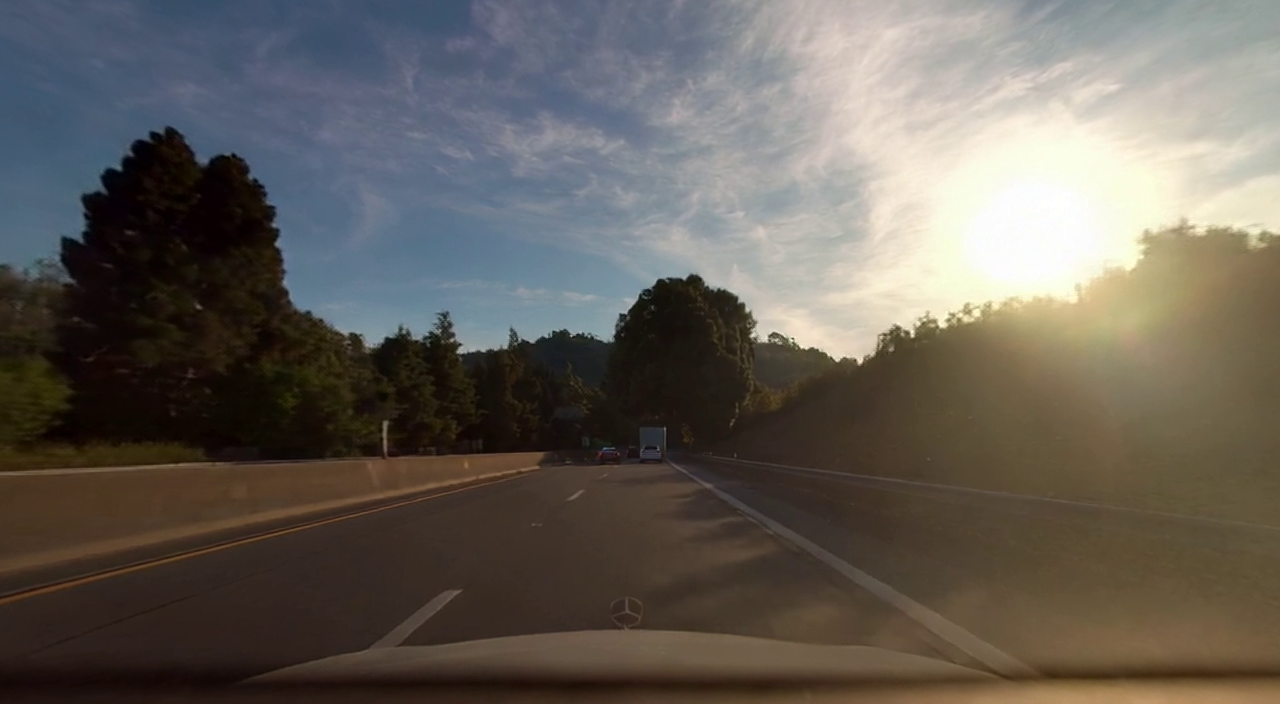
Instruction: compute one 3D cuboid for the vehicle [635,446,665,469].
[{"bbox_3d":[0.676,7.163,42.785,1.934,1.488,3.832,0,-9,1],"label":"vehicle"}]
